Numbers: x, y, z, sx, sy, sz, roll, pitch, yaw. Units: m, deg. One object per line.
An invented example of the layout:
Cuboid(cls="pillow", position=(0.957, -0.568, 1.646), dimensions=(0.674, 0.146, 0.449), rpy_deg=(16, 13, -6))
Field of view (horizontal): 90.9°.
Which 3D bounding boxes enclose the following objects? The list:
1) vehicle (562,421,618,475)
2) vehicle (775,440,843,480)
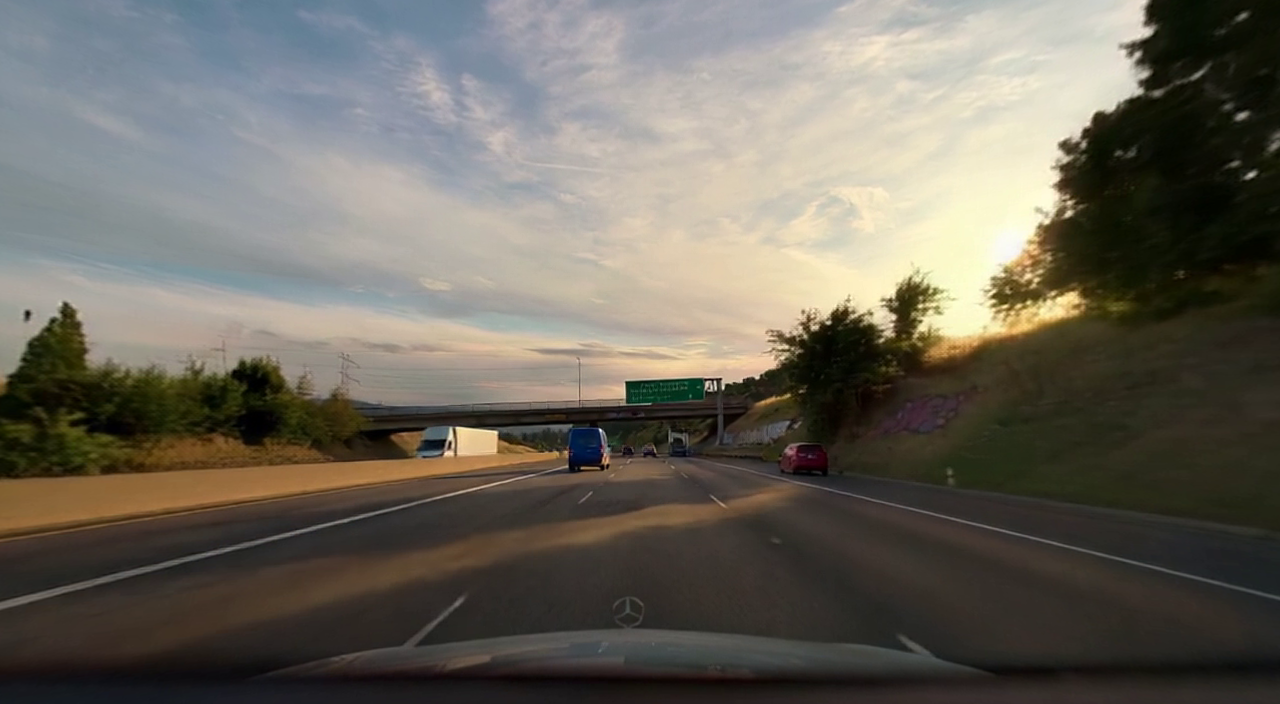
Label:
Cuboid(cls="vehicle", position=(-2.566, 5.219, 34.094), dimensions=(2.451, 2.627, 5.868), rpy_deg=(0, -9, 1))
Cuboid(cls="vehicle", position=(7.584, 4.900, 28.711), dimensions=(1.936, 1.664, 4.198), rpy_deg=(0, -9, 1))
